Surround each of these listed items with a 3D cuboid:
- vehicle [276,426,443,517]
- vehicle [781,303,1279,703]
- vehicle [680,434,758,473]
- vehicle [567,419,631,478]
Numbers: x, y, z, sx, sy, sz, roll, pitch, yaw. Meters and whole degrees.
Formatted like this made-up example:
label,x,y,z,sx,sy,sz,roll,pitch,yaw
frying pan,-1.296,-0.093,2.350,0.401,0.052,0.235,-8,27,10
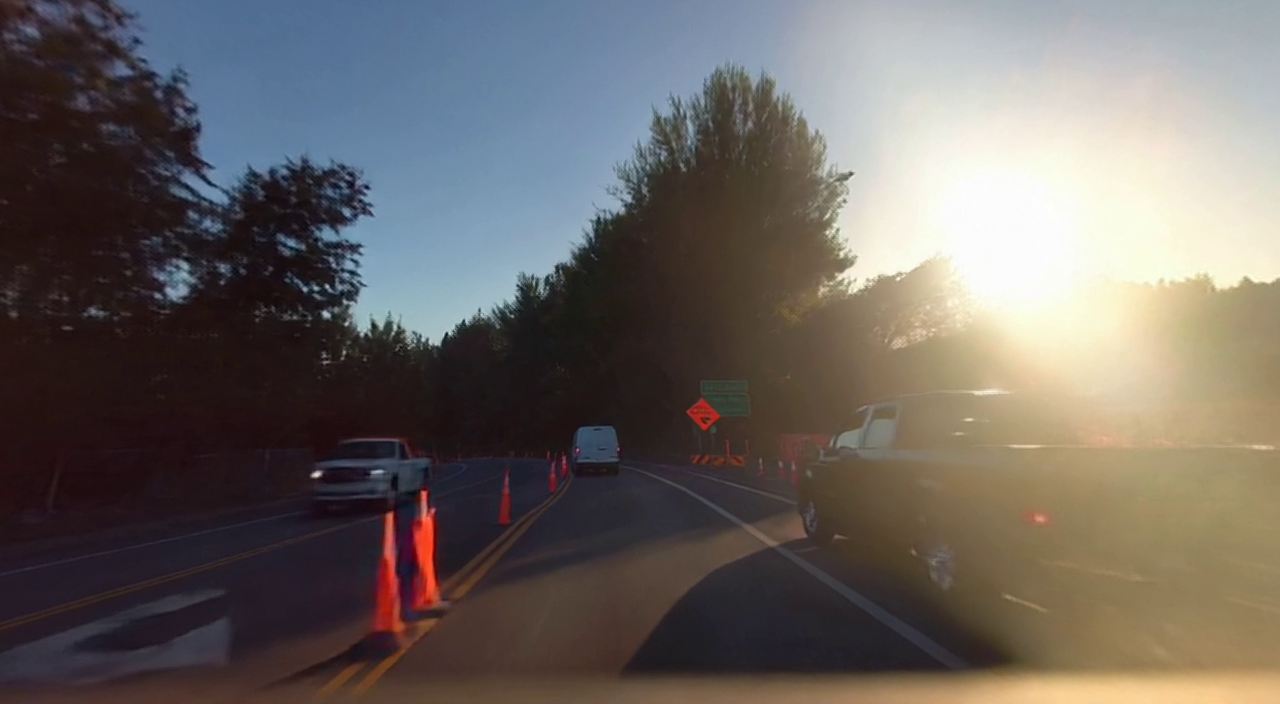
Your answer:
label,x,y,z,sx,sy,sz,roll,pitch,yaw
vehicle,-6.094,2.631,14.441,1.992,1.712,4.504,1,-8,-4
vehicle,3.580,1.224,6.477,2.415,1.932,6.910,1,-8,-3
vehicle,2.900,3.839,24.137,2.277,1.299,3.889,-1,-8,-3
vehicle,-1.858,4.123,27.031,2.362,2.247,4.892,1,-8,-8
